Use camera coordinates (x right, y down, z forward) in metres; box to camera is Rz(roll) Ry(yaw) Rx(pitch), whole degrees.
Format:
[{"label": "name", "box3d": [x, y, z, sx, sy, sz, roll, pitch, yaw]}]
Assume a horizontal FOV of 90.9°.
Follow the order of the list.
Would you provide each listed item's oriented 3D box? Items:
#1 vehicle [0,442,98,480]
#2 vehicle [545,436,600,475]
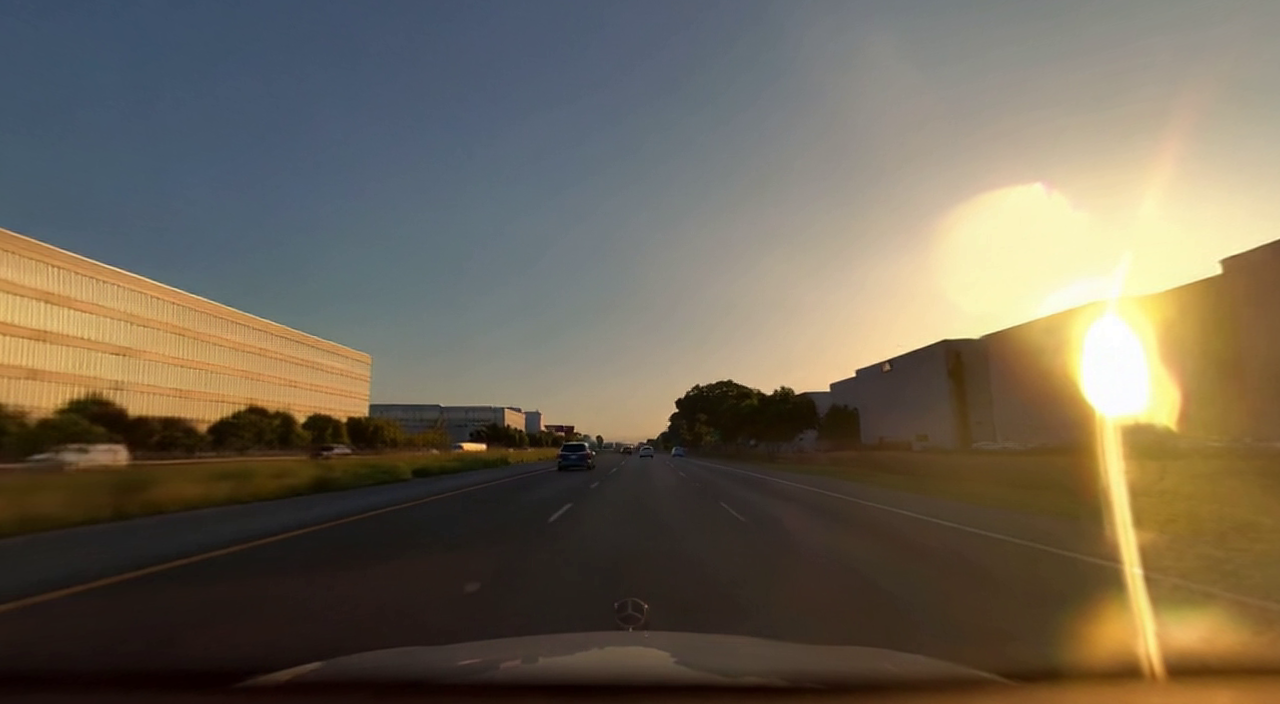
[{"label": "vehicle", "box3d": [-31.843, 5.735, 33.334, 1.965, 1.839, 4.751, 0, -9, 1]}, {"label": "vehicle", "box3d": [-3.431, 5.421, 33.172, 2.218, 1.850, 4.774, 0, -9, 2]}]
